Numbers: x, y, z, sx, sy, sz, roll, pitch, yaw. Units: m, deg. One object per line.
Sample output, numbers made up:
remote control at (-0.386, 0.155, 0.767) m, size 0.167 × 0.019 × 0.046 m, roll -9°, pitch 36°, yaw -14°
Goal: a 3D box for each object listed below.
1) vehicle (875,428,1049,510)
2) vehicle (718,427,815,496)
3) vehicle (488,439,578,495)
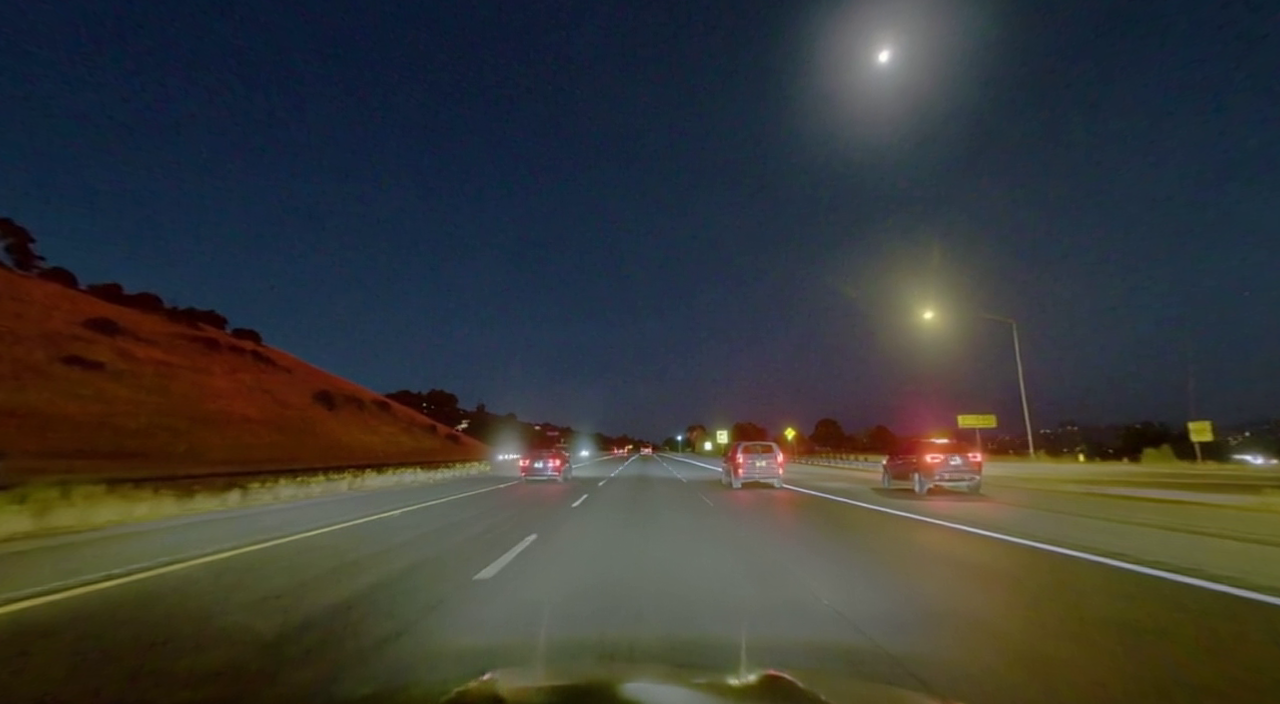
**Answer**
vehicle at (7.679, 2.802, 15.632) m, size 1.998 × 1.717 × 4.338 m, roll 0°, pitch -8°, yaw 0°
vehicle at (3.924, 3.488, 20.521) m, size 2.121 × 1.925 × 5.056 m, roll 0°, pitch -8°, yaw 0°
vehicle at (-3.476, 3.831, 21.443) m, size 2.166 × 1.672 × 4.388 m, roll -1°, pitch -8°, yaw 2°
